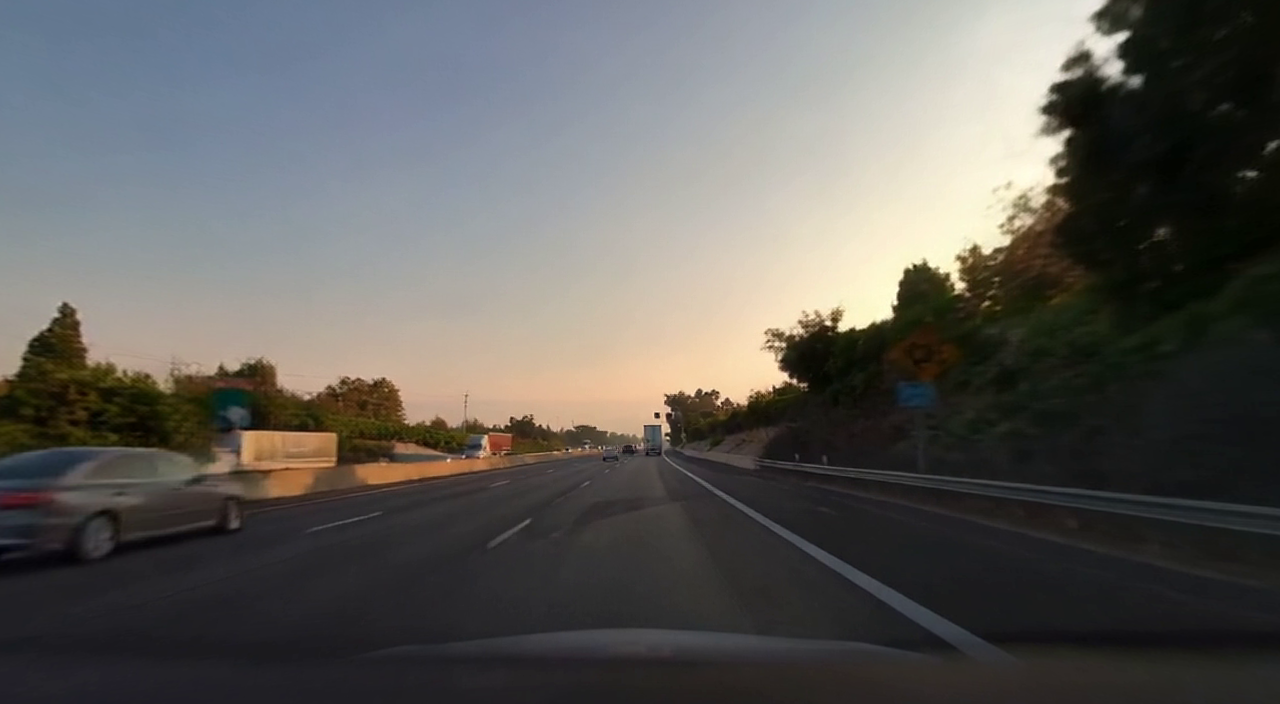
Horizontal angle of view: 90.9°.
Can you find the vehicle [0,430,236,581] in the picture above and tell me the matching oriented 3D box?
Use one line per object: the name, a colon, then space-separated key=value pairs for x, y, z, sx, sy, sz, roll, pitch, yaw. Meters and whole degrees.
vehicle: x=-7.482 y=1.765 z=7.703 sx=2.031 sy=1.521 sz=4.503 roll=0 pitch=-9 yaw=1
